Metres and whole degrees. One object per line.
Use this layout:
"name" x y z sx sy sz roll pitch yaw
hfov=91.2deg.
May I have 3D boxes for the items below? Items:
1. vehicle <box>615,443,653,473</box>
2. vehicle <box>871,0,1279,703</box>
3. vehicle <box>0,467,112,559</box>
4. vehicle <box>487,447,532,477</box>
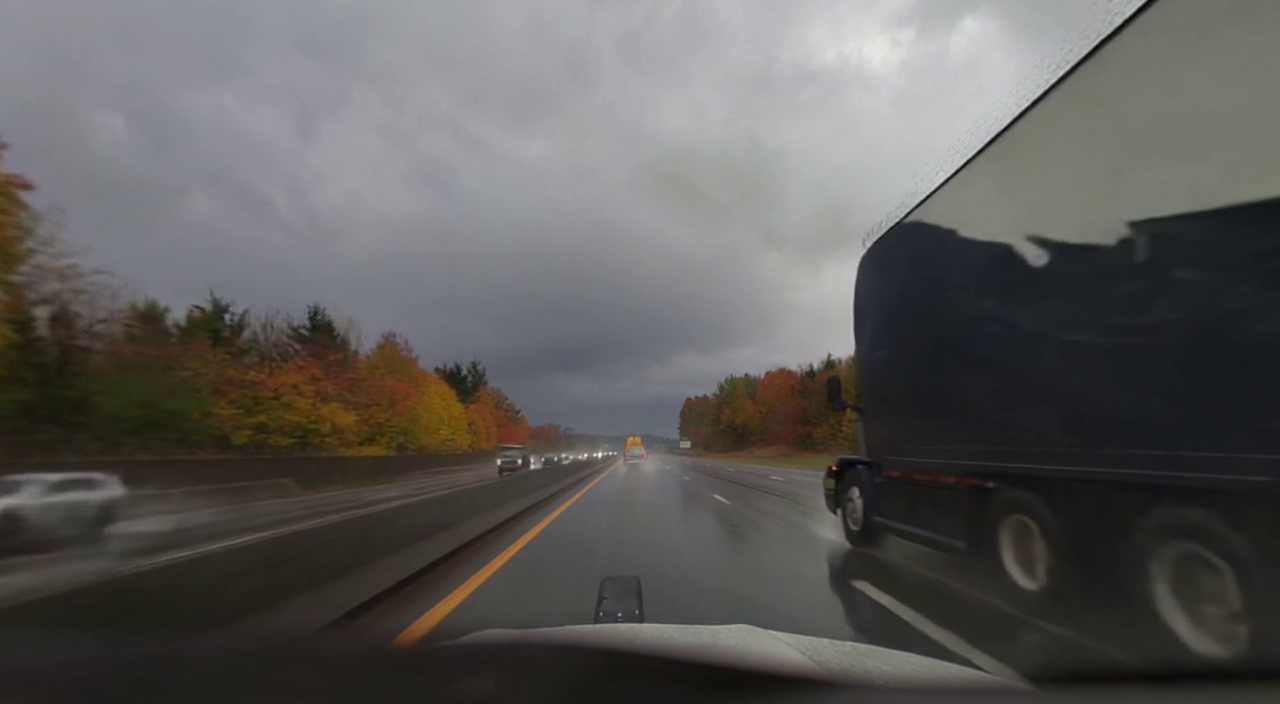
"vehicle" -0.369 6.403 38.008 2.168 1.705 4.272 0 -9 -1
"vehicle" 4.602 -0.552 1.032 2.910 4.090 14.063 0 -9 -1
"vehicle" -13.330 3.176 12.245 1.999 1.686 4.588 0 -9 0
"vehicle" -9.363 7.909 45.334 2.221 2.006 4.849 0 -9 0
